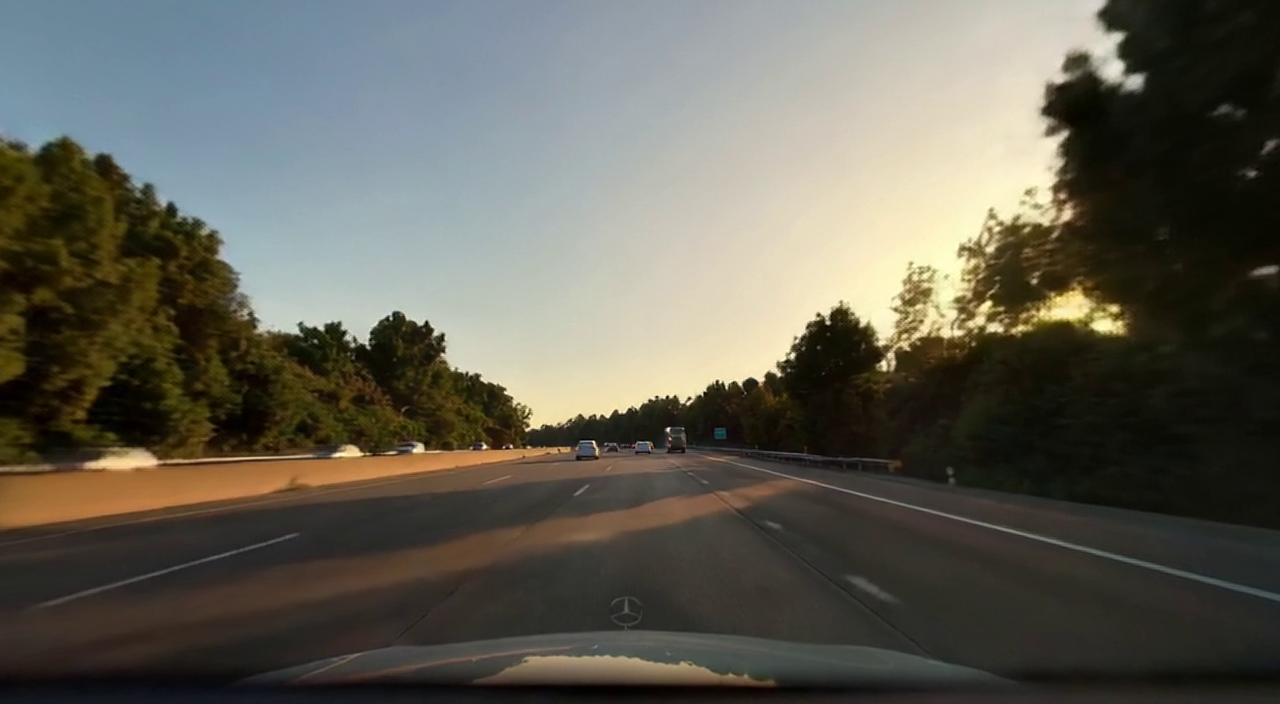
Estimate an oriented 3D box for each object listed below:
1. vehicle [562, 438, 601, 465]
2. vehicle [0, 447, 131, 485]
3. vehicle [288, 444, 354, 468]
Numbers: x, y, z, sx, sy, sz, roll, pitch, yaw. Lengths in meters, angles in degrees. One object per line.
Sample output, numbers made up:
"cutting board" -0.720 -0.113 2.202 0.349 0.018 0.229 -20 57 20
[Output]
"vehicle" -3.575 6.222 39.340 2.025 1.571 3.662 0 -9 1
"vehicle" -24.953 4.885 27.294 1.853 1.485 4.706 0 -9 1
"vehicle" -21.293 6.969 42.337 1.899 1.486 4.660 0 -9 1
